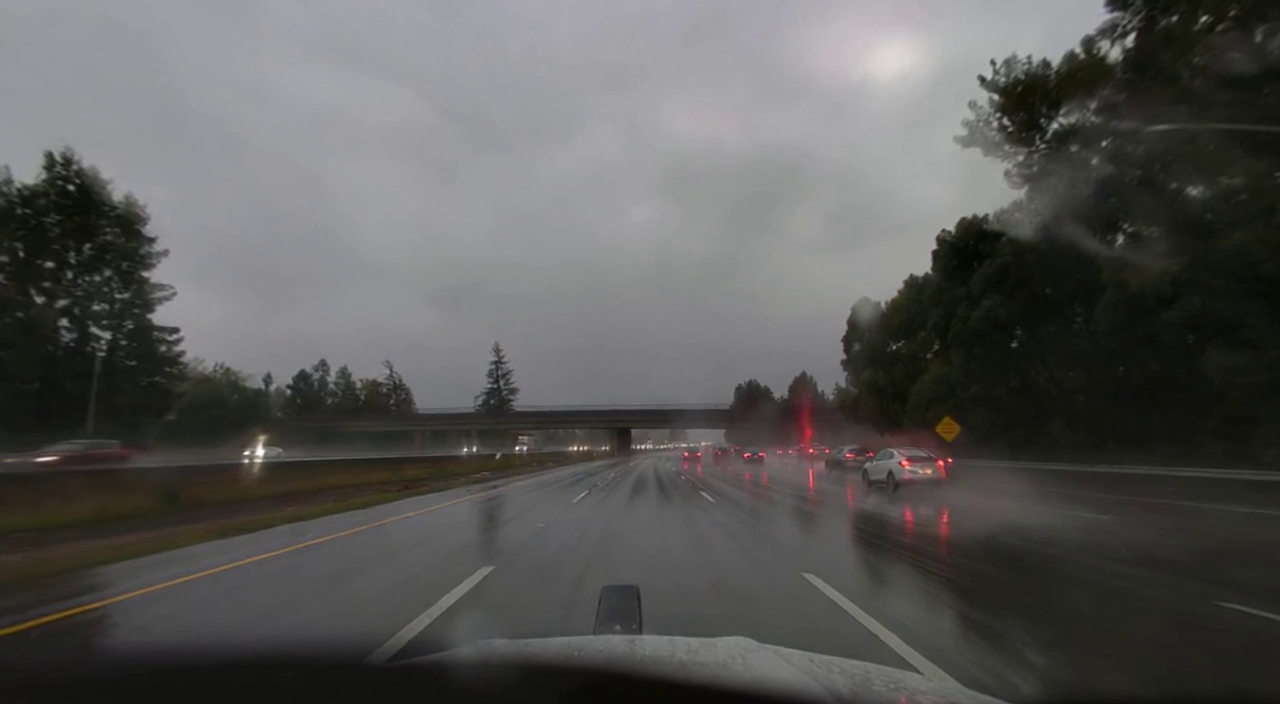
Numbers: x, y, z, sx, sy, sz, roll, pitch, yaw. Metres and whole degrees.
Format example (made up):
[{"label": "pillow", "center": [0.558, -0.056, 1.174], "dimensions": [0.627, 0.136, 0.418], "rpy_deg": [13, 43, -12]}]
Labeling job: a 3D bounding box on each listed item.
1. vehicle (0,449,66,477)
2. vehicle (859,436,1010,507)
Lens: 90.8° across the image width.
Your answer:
[{"label": "vehicle", "center": [-34.641, 6.114, 34.879], "dimensions": [1.712, 1.458, 4.420], "rpy_deg": [0, -9, 0]}, {"label": "vehicle", "center": [7.581, 3.096, 16.805], "dimensions": [1.862, 1.613, 4.316], "rpy_deg": [0, -9, -1]}]
